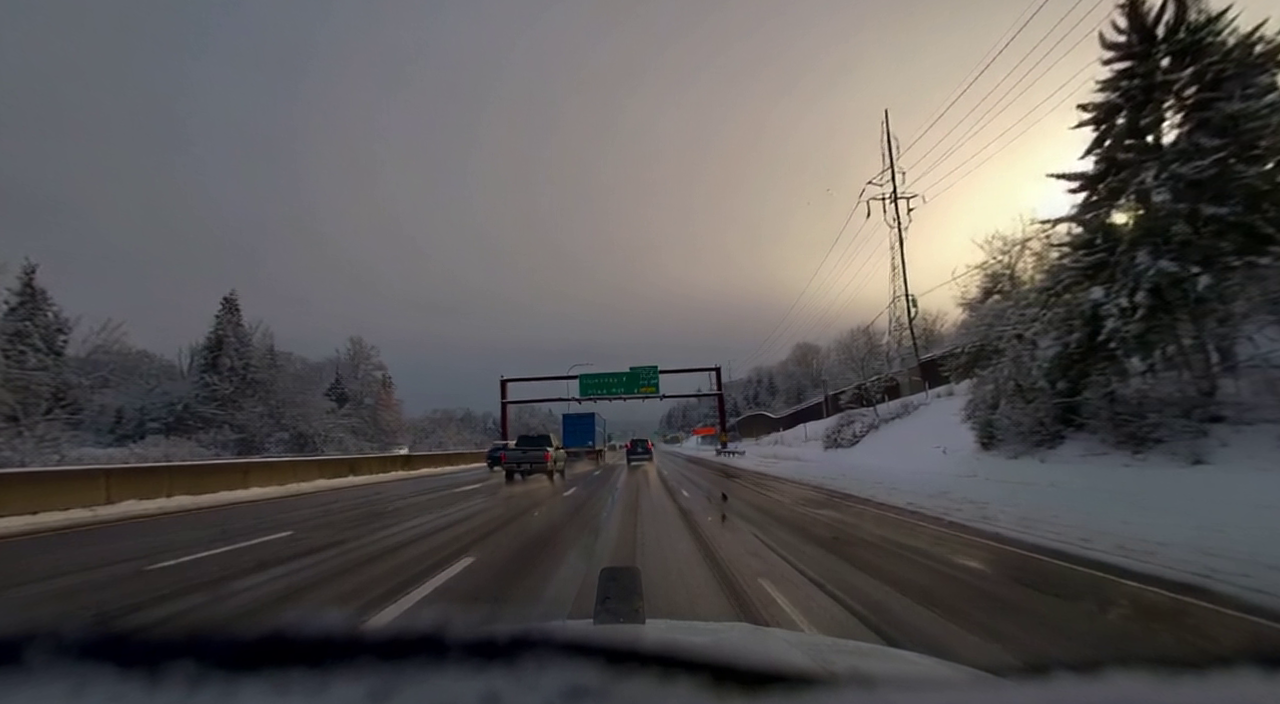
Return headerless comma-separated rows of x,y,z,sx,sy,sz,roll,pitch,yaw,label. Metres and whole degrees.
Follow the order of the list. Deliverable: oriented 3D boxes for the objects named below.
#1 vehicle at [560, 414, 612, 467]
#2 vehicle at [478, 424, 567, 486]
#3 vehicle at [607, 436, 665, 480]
-3.635,6.316,44.705,2.956,3.331,9.575,0,-9,-1,vehicle
-3.861,3.492,21.542,2.109,1.840,4.614,0,-9,0,vehicle
-0.142,4.293,25.803,2.178,1.640,4.071,0,-9,0,vehicle
